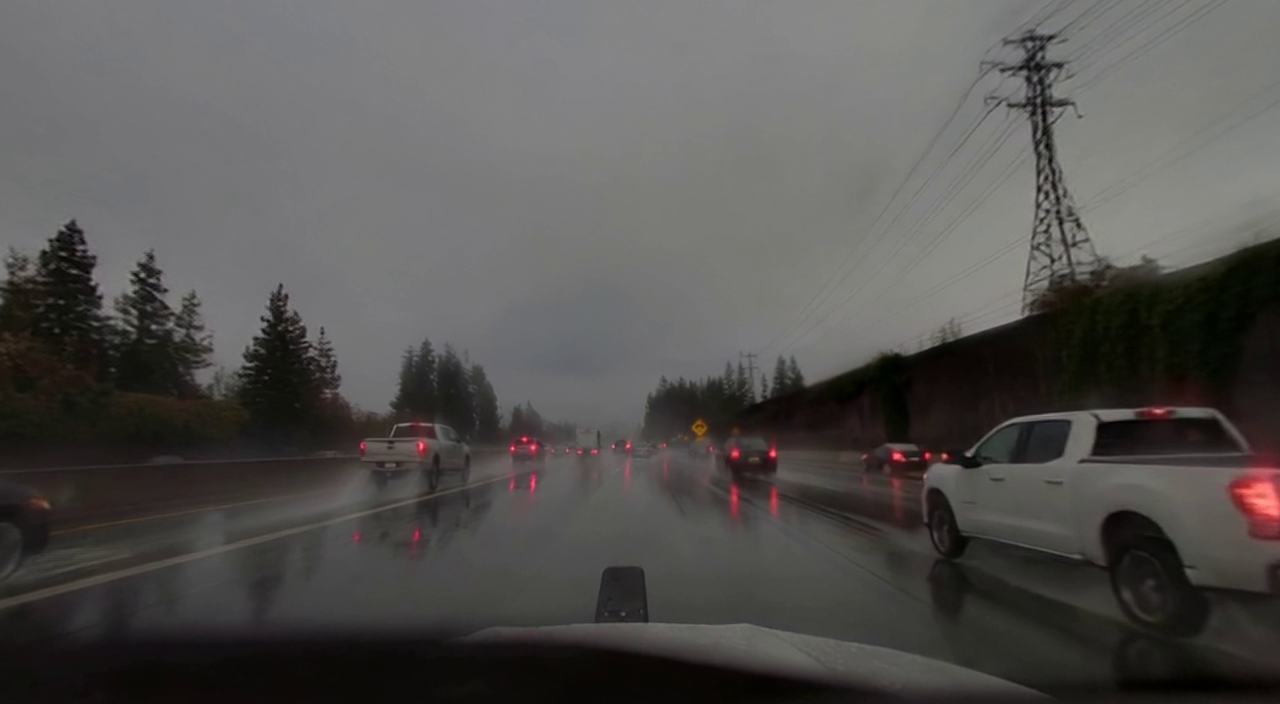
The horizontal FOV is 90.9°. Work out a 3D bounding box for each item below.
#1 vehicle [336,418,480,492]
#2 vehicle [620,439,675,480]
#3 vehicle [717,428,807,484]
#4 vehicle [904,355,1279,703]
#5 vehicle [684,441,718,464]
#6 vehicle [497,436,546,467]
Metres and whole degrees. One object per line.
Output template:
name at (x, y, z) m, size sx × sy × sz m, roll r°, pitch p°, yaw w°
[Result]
vehicle at (-6.922, 3.175, 19.740) m, size 2.269 × 1.936 × 5.777 m, roll 0°, pitch -9°, yaw 0°
vehicle at (0.276, 4.173, 24.696) m, size 1.966 × 1.444 × 3.986 m, roll 0°, pitch -9°, yaw 0°
vehicle at (4.212, 3.678, 22.575) m, size 2.195 × 1.778 × 4.455 m, roll 0°, pitch -9°, yaw -2°
vehicle at (3.977, 1.160, 4.878) m, size 2.002 × 1.691 × 4.290 m, roll 0°, pitch -9°, yaw 0°
vehicle at (4.078, 6.821, 42.915) m, size 1.895 × 1.429 × 3.908 m, roll 0°, pitch -9°, yaw -1°
vehicle at (-6.919, 5.873, 37.313) m, size 1.978 × 1.680 × 4.263 m, roll 0°, pitch -9°, yaw 1°
